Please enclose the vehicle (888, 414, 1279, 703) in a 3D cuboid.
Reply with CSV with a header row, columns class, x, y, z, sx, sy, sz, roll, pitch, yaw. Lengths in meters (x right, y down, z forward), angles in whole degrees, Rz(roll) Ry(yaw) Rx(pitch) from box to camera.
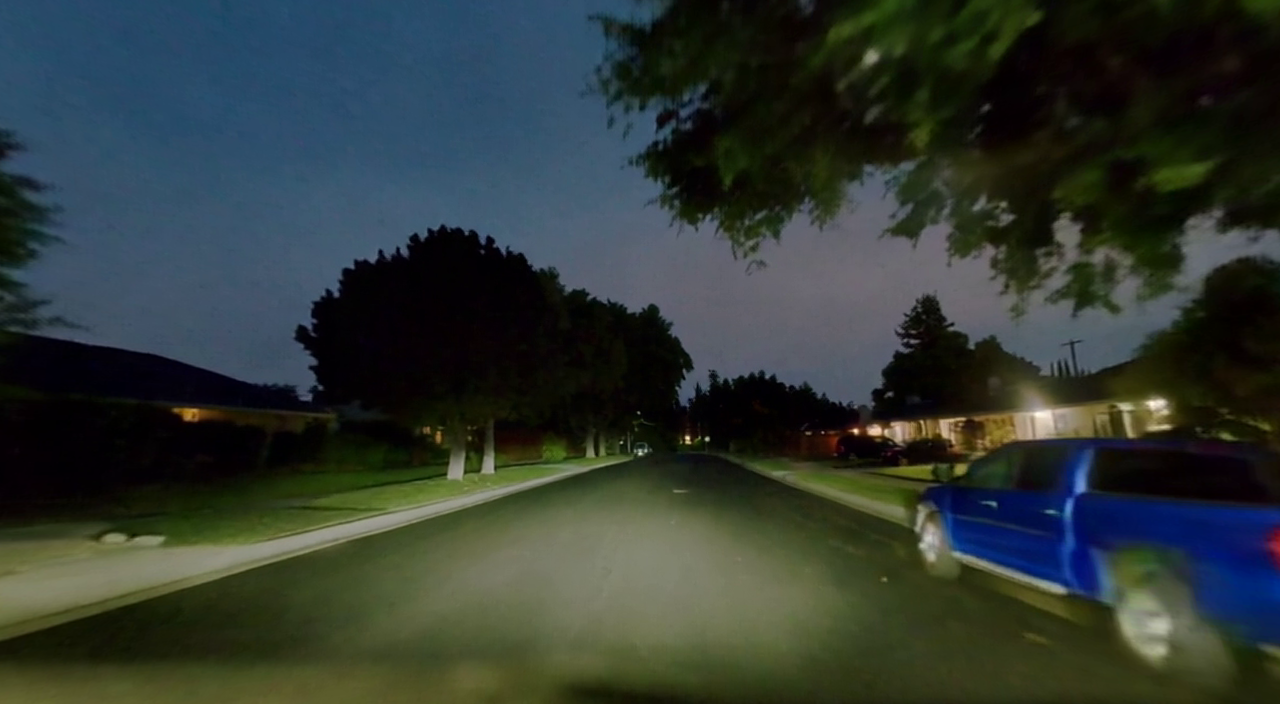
class,x,y,z,sx,sy,sz,roll,pitch,yaw
vehicle,3.657,1.322,4.730,2.006,1.494,4.211,0,-9,2
